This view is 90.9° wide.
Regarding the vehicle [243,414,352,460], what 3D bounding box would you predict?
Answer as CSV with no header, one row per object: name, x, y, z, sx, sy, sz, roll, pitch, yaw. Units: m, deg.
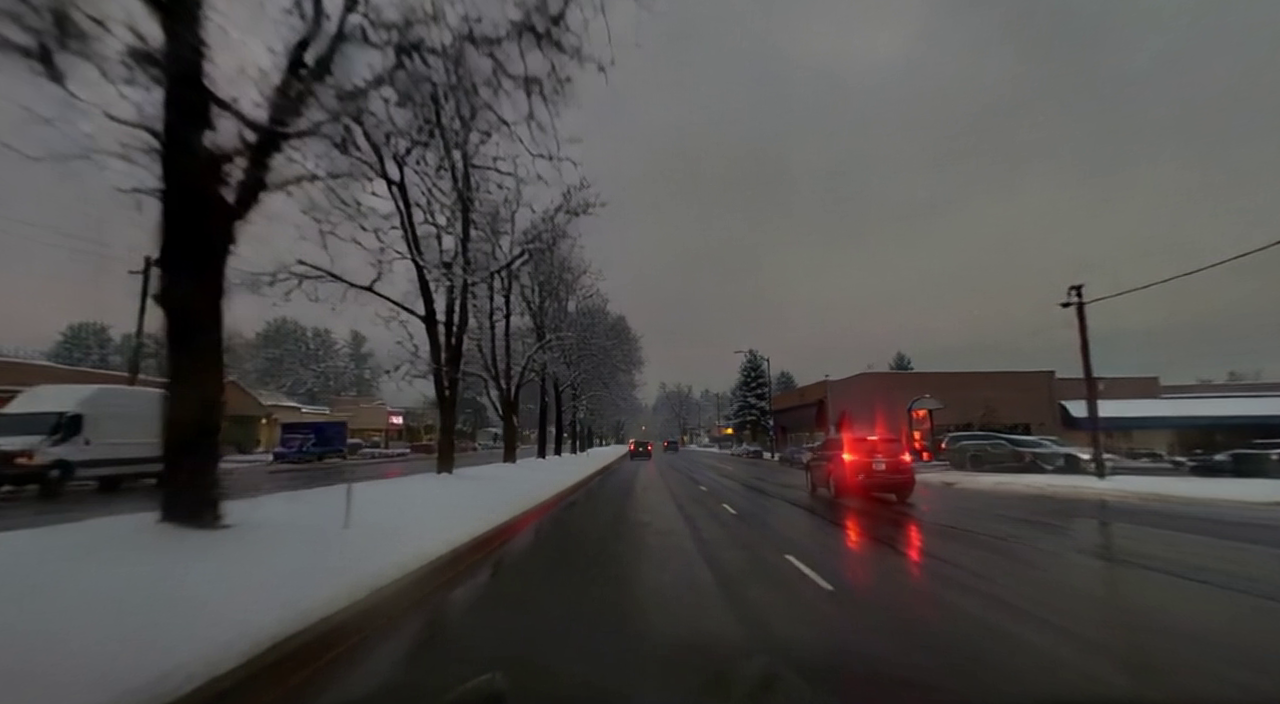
vehicle,-25.805,6.439,47.797,6.540,3.375,2.751,0,-8,0

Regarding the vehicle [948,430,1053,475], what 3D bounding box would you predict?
vehicle,17.275,4.775,30.116,5.554,1.937,2.486,7,-11,-40

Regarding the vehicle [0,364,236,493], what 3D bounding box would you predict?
vehicle,-18.826,2.812,22.567,3.086,3.767,8.298,0,-8,0

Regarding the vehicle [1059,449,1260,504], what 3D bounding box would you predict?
vehicle,17.185,4.065,21.095,1.924,1.561,4.849,8,-11,-42

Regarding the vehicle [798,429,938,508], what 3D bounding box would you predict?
vehicle,5.340,2.762,15.392,2.072,1.669,3.836,0,-8,2
